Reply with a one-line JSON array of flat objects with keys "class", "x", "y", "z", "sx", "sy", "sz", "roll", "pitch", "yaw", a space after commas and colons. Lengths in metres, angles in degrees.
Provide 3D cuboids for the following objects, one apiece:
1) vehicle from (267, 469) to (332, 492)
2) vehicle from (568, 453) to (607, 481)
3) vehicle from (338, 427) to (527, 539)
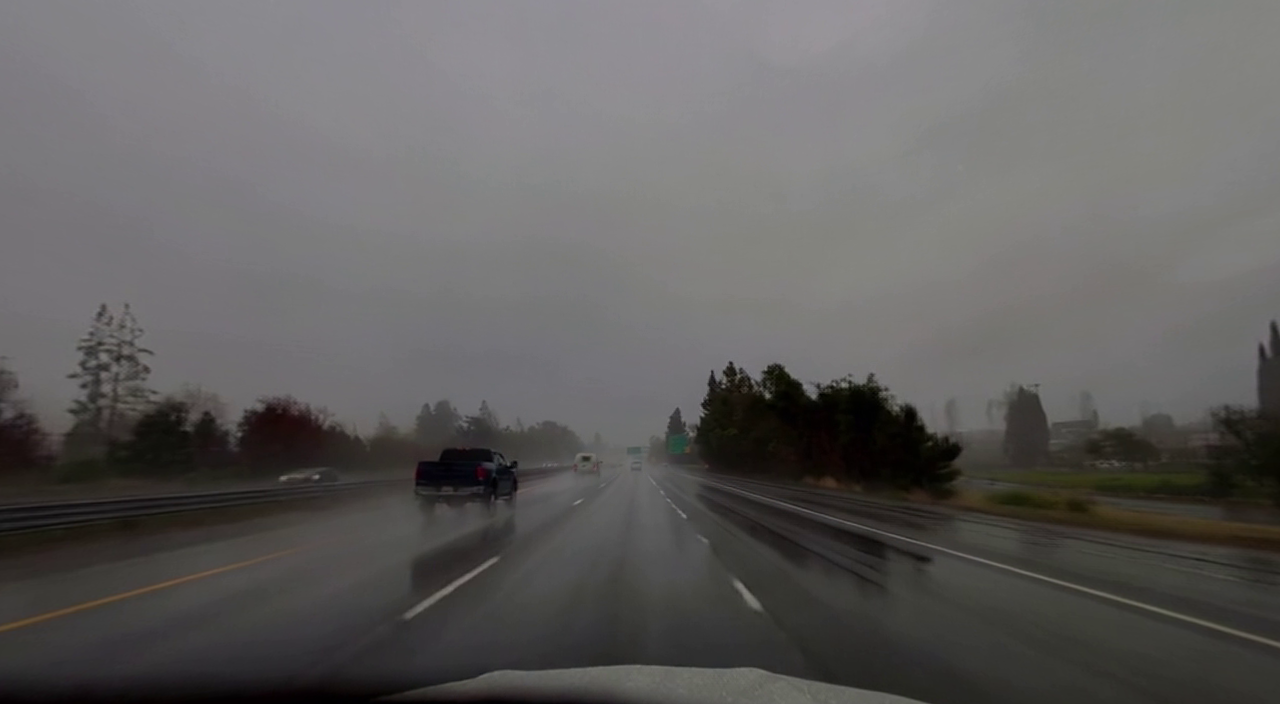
[{"class": "vehicle", "x": -23.339, "y": 8.798, "z": 43.404, "sx": 1.848, "sy": 1.482, "sz": 4.631, "roll": 0, "pitch": -10, "yaw": 1}, {"class": "vehicle", "x": -3.777, "y": 8.416, "z": 46.078, "sx": 2.390, "sy": 1.879, "sz": 4.423, "roll": 1, "pitch": -10, "yaw": 0}, {"class": "vehicle", "x": -3.977, "y": 2.676, "z": 13.230, "sx": 2.272, "sy": 1.873, "sz": 4.832, "roll": 1, "pitch": -10, "yaw": 0}]
